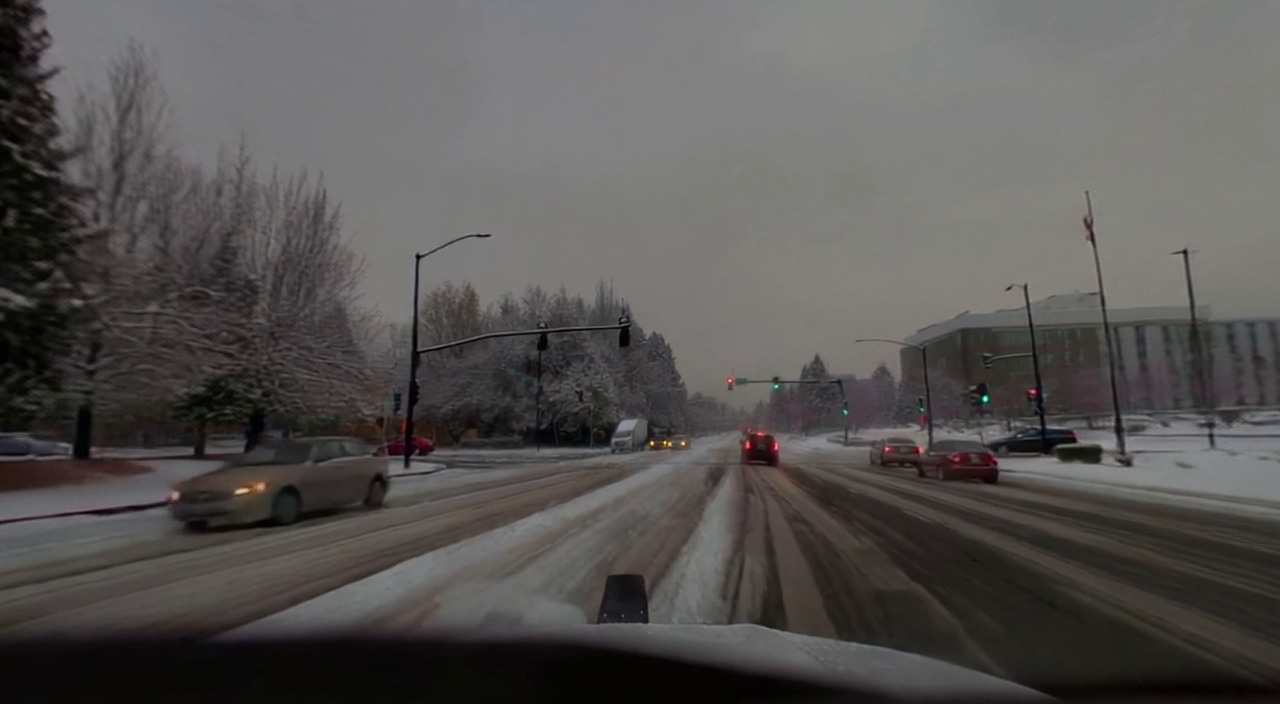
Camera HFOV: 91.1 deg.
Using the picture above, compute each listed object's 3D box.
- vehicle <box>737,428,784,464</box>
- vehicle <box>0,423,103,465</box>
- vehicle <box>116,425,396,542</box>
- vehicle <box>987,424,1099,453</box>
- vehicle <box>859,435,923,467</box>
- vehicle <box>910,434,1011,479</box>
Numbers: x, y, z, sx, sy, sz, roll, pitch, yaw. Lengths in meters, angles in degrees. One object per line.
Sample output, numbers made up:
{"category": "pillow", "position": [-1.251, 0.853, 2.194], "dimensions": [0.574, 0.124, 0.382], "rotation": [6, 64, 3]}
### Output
{"category": "vehicle", "position": [6.540, 5.140, 34.495], "dimensions": [2.203, 1.801, 4.331], "rotation": [-1, -8, 7]}
{"category": "vehicle", "position": [-27.005, 4.164, 28.140], "dimensions": [1.871, 1.703, 4.093], "rotation": [-1, -10, 6]}
{"category": "vehicle", "position": [-6.523, 2.235, 11.378], "dimensions": [2.016, 1.677, 4.147], "rotation": [-1, -8, 9]}
{"category": "vehicle", "position": [28.545, 6.138, 44.664], "dimensions": [6.170, 1.978, 2.399], "rotation": [-1, -9, 7]}
{"category": "vehicle", "position": [12.563, 4.984, 31.745], "dimensions": [1.860, 1.460, 4.379], "rotation": [0, -8, 6]}
{"category": "vehicle", "position": [11.560, 3.790, 22.979], "dimensions": [1.896, 1.463, 4.296], "rotation": [-1, -8, 8]}
